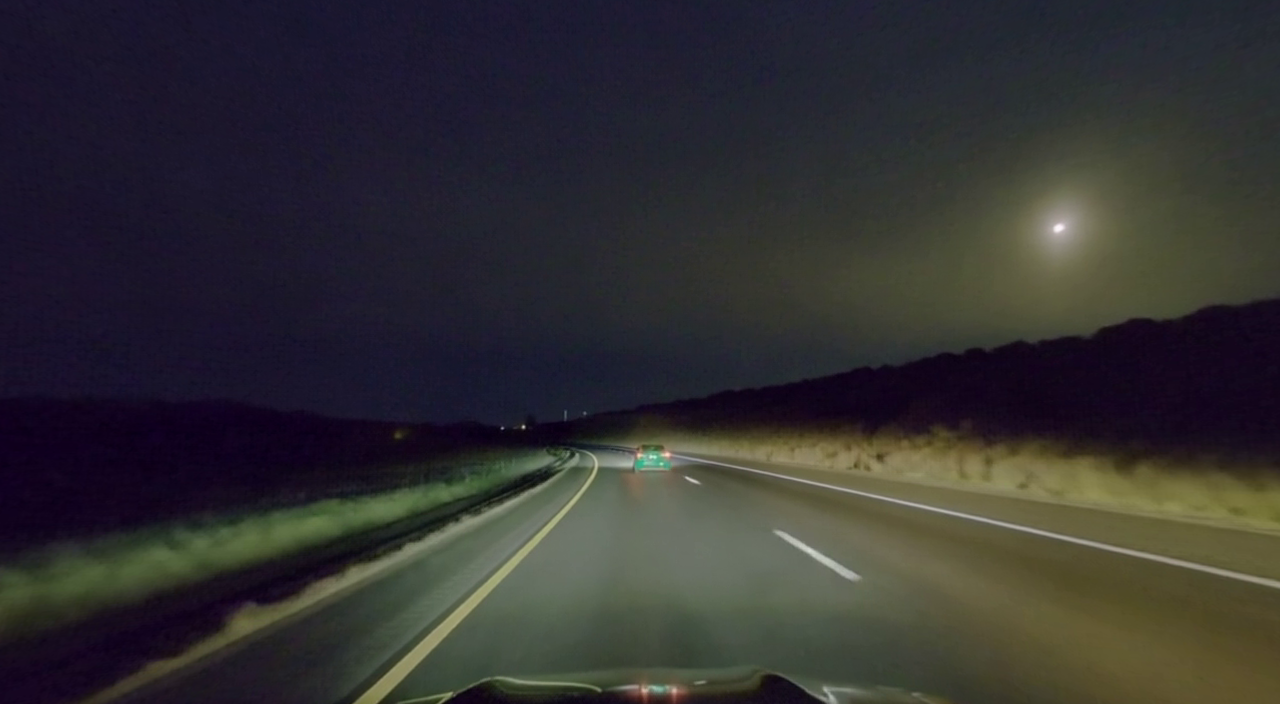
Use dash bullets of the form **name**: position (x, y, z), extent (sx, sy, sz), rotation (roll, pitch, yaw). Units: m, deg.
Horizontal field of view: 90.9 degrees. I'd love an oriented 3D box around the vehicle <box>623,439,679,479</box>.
- **vehicle**: position (0.364, 4.328, 25.719), extent (2.029, 1.474, 4.183), rotation (0, -8, -2)
